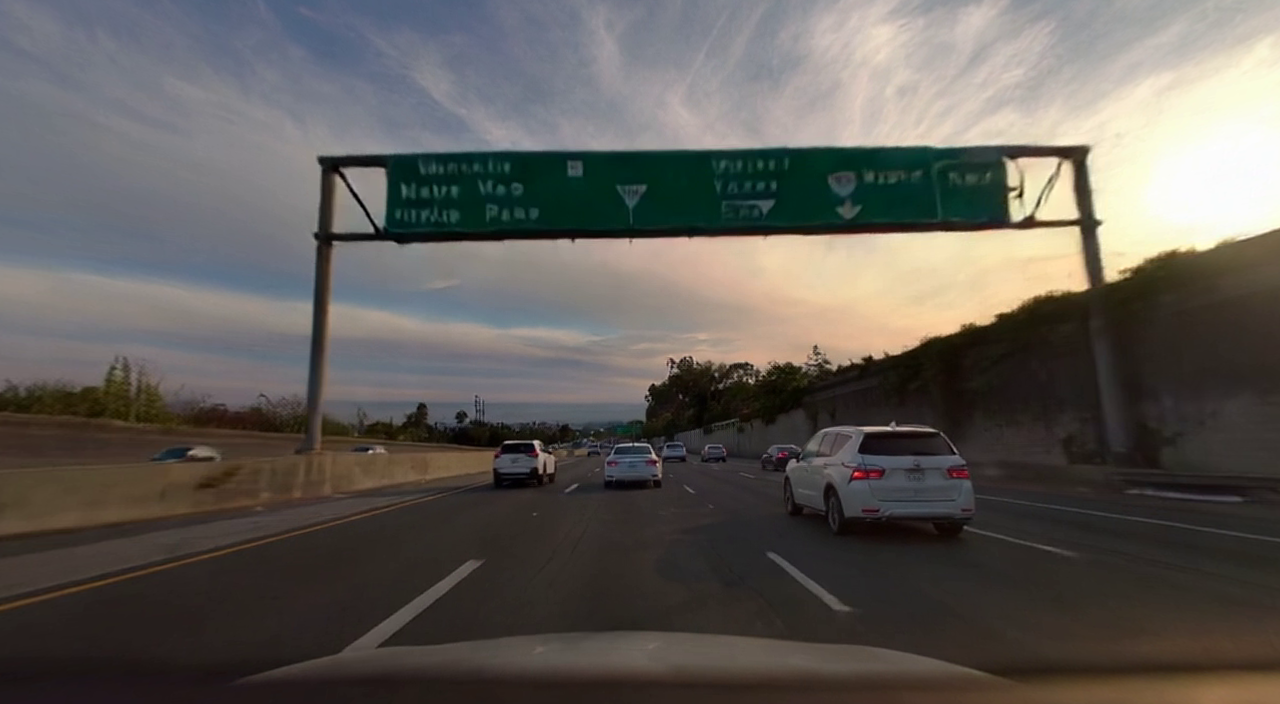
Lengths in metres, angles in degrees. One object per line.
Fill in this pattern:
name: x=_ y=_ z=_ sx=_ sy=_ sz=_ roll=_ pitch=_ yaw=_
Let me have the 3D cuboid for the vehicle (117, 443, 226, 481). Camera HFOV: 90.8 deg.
vehicle: x=-21.726 y=5.087 z=29.535 sx=1.843 sy=1.590 sz=4.344 roll=0 pitch=-9 yaw=-2

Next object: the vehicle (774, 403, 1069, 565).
vehicle: x=3.651 y=1.822 z=9.472 sx=2.162 sy=1.800 sz=4.693 roll=0 pitch=-9 yaw=-1

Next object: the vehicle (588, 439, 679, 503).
vehicle: x=-0.207 y=3.069 z=16.712 sx=2.098 sy=1.475 sz=3.997 roll=0 pitch=-8 yaw=-2

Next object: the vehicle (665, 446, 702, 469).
vehicle: x=2.989 y=7.330 z=44.094 sx=1.998 sy=1.490 sz=4.296 roll=0 pitch=-9 yaw=-3

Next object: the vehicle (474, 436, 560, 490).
vehicle: x=-4.429 y=4.088 z=23.591 sx=2.218 sy=1.776 sz=5.031 roll=0 pitch=-8 yaw=0
